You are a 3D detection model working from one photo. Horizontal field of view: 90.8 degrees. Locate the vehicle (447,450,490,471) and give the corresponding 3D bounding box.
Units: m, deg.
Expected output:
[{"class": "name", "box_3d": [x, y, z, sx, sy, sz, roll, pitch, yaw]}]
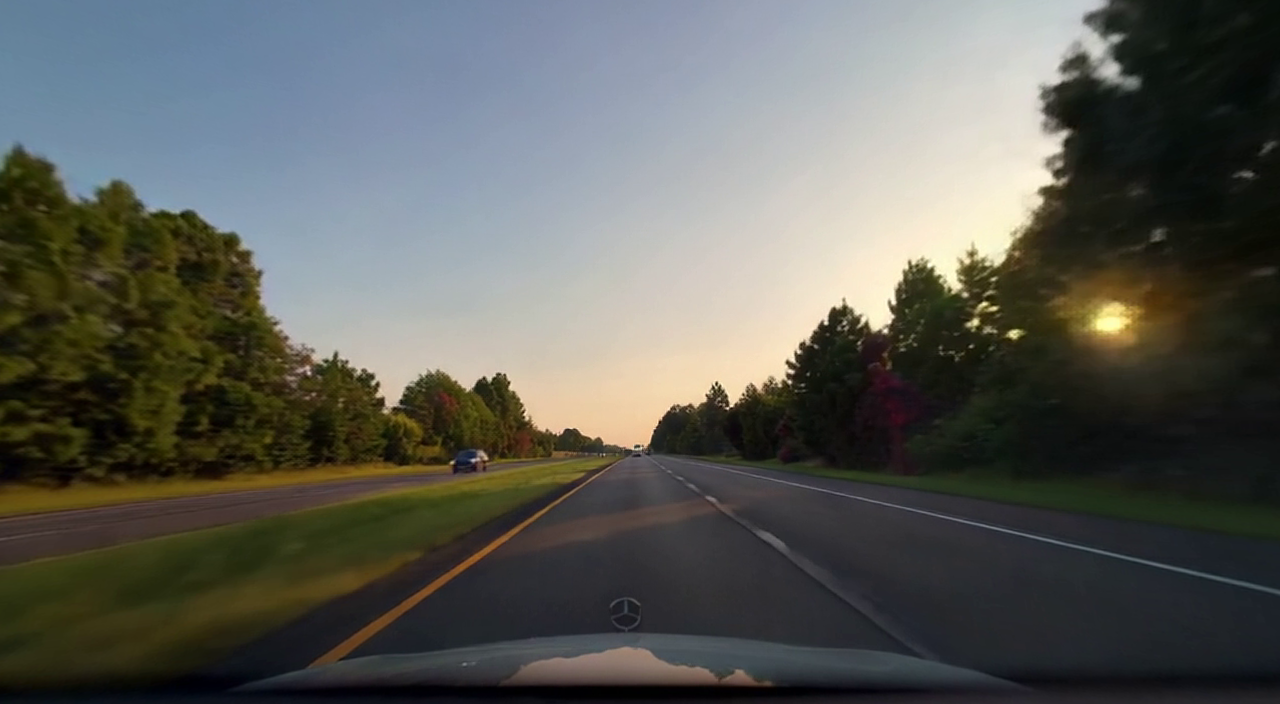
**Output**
[{"class": "vehicle", "box_3d": [-12.896, 8.172, 47.666, 2.037, 1.461, 4.527, 0, -9, 0]}]
